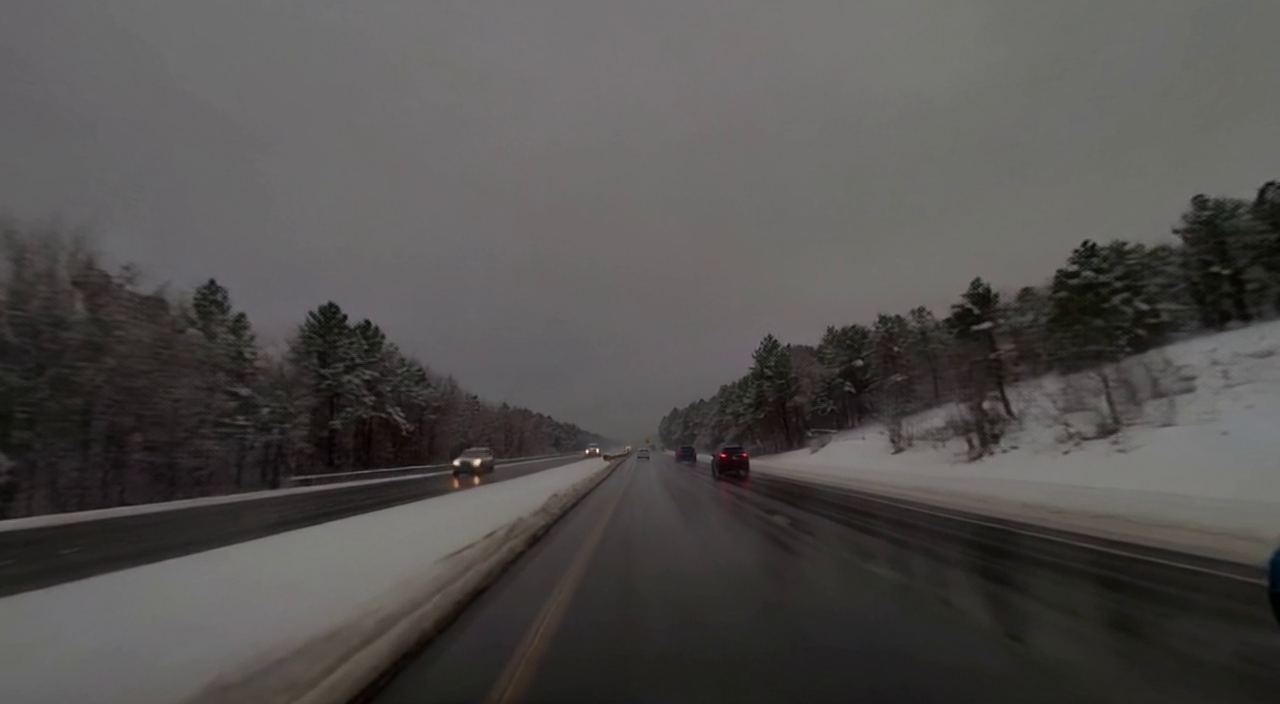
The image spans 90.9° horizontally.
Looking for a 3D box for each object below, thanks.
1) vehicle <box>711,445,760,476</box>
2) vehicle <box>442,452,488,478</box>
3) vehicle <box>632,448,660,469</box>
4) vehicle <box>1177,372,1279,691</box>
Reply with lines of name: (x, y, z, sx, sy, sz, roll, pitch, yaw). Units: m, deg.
vehicle: (5.002, 5.714, 33.414, 1.964, 1.513, 3.707, 0, -9, -1)
vehicle: (-12.040, 7.773, 43.570, 1.952, 1.629, 4.189, 0, -9, 0)
vehicle: (0.444, 7.880, 46.752, 1.991, 1.459, 3.769, 0, -9, 0)
vehicle: (4.219, 0.663, 1.641, 1.978, 1.604, 4.128, 0, -9, 1)
